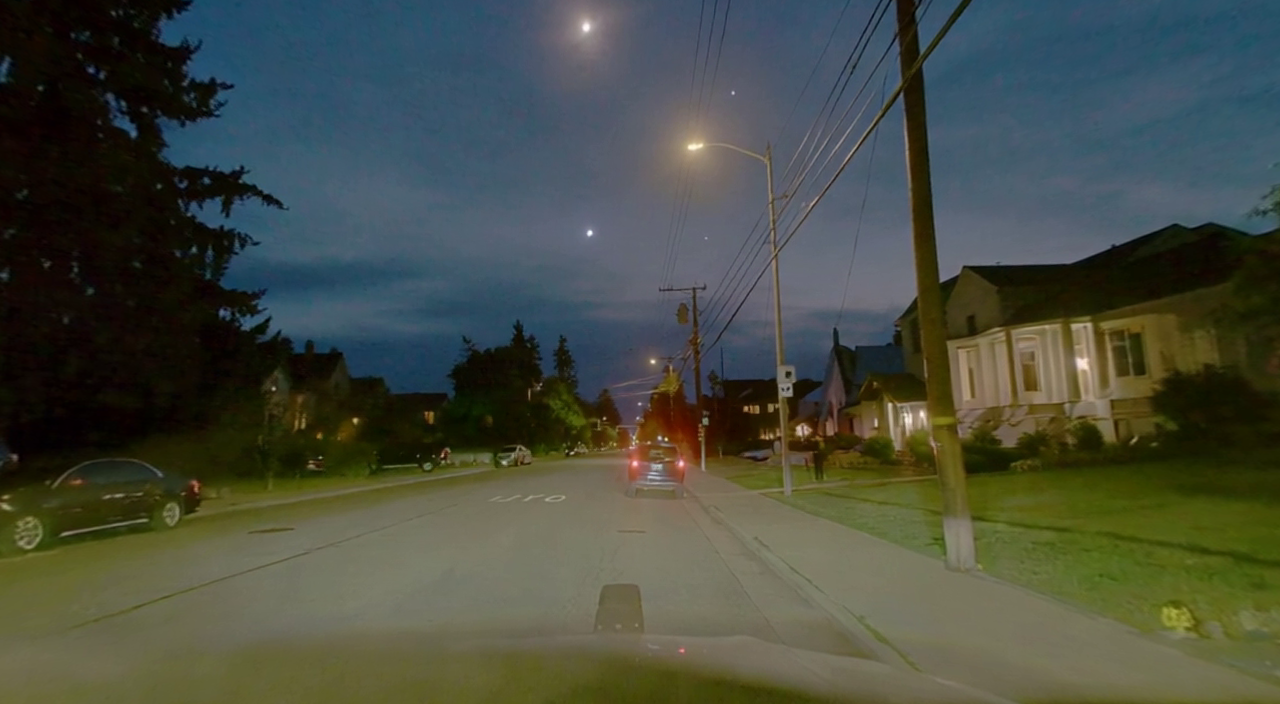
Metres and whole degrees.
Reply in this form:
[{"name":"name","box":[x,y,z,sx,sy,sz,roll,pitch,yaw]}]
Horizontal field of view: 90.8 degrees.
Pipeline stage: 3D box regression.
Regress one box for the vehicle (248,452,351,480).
[{"name":"vehicle","box":[-18.206,6.100,33.935,4.481,1.420,1.712,1,-9,-3]}]

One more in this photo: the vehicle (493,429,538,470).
[{"name":"vehicle","box":[-9.447,7.460,48.539,2.199,2.902,5.848,0,-8,1]}]

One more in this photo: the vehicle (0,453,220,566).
[{"name":"vehicle","box":[-9.495,2.425,10.394,1.968,1.449,4.502,0,-9,2]}]

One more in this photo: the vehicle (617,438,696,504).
[{"name":"vehicle","box":[0.469,3.134,16.987,1.908,1.572,3.105,0,-9,2]}]

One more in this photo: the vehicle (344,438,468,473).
[{"name":"vehicle","box":[-13.978,6.208,38.051,6.488,2.009,2.354,0,-9,1]}]

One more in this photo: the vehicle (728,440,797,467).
[{"name":"vehicle","box":[7.857,6.518,40.711,4.075,1.674,1.811,0,-9,0]}]
